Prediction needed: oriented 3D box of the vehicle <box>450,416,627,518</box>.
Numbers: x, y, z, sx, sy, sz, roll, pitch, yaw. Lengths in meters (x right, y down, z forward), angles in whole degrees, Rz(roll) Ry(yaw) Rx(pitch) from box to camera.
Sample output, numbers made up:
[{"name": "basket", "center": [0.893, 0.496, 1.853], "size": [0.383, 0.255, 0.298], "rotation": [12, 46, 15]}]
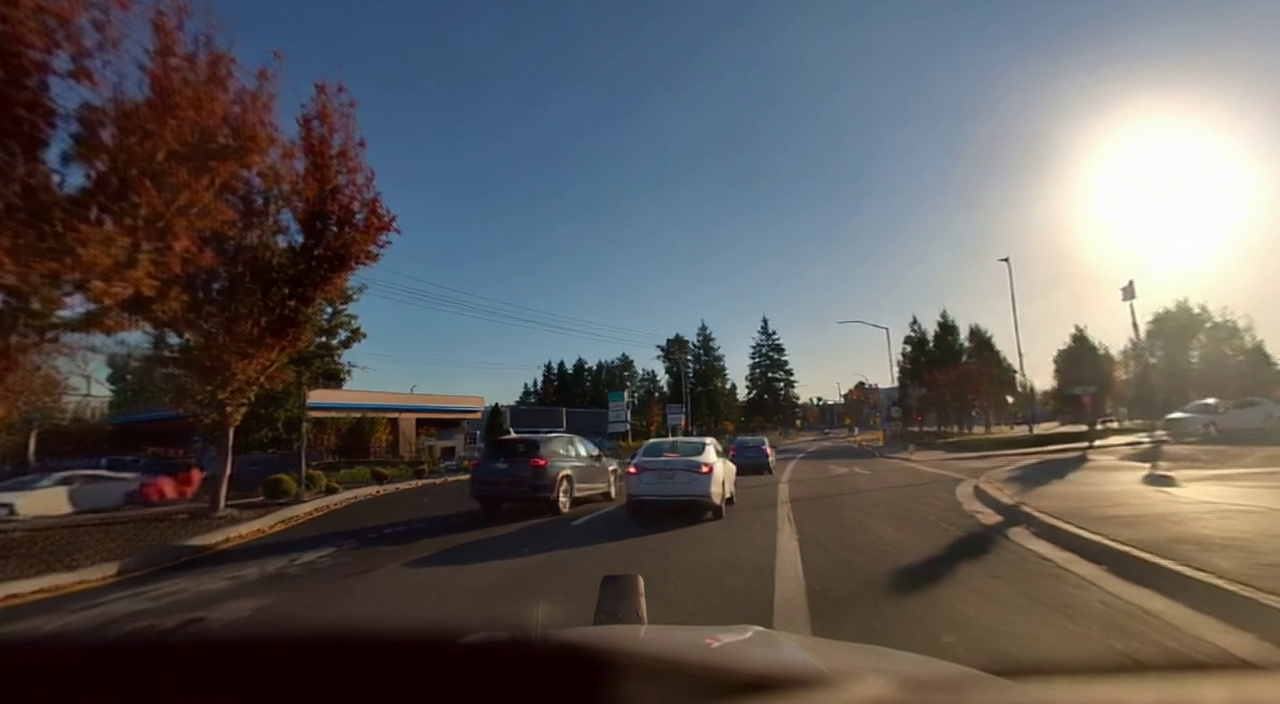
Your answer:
[{"name": "vehicle", "center": [-1.909, 2.395, 13.654], "size": [2.102, 1.774, 4.662], "rotation": [-2, -8, 14]}]

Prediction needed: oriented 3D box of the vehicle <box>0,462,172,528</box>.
[{"name": "vehicle", "center": [-16.386, 3.961, 17.970], "size": [2.013, 1.463, 4.496], "rotation": [-2, -8, 13]}]

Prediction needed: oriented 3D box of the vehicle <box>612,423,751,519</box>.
[{"name": "vehicle", "center": [1.012, 2.287, 12.650], "size": [2.060, 1.580, 3.980], "rotation": [-2, -8, 14]}]

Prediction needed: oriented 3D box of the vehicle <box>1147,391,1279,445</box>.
[{"name": "vehicle", "center": [25.796, 3.060, 28.126], "size": [2.322, 2.152, 5.668], "rotation": [-3, -9, 11]}]

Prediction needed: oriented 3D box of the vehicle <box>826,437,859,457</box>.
[{"name": "vehicle", "center": [15.951, 7.493, 49.737], "size": [1.916, 1.462, 4.487], "rotation": [-2, -8, 12]}]

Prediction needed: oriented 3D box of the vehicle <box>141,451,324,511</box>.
[{"name": "vehicle", "center": [-12.091, 3.797, 19.155], "size": [1.863, 1.516, 4.587], "rotation": [-2, -8, 13]}]
